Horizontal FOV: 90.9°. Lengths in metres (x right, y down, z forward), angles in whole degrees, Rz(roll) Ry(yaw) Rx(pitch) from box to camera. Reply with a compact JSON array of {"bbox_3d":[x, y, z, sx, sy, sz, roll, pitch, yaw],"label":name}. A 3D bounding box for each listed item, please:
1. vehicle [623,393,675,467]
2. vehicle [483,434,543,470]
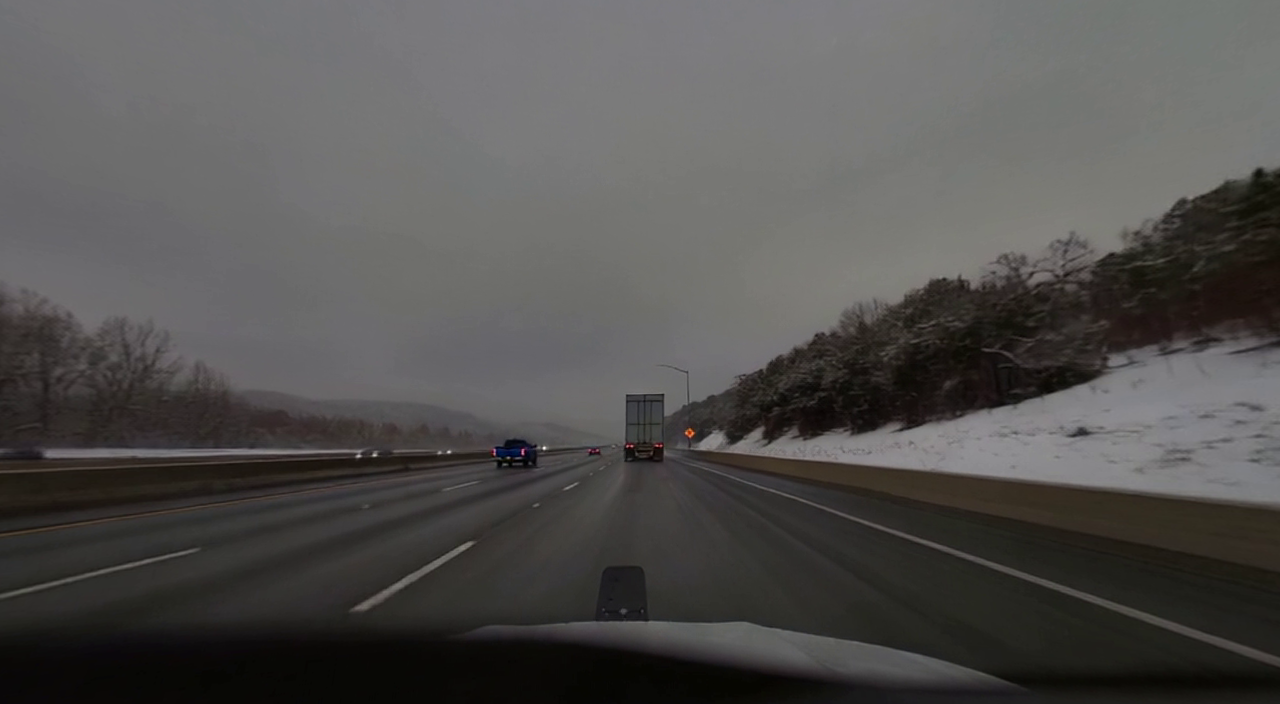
[{"bbox_3d":[0.578,5.610,44.159,2.951,4.229,15.519,0,-8,0],"label":"vehicle"},{"bbox_3d":[-6.994,5.566,35.434,2.113,1.837,5.339,0,-8,1],"label":"vehicle"}]
